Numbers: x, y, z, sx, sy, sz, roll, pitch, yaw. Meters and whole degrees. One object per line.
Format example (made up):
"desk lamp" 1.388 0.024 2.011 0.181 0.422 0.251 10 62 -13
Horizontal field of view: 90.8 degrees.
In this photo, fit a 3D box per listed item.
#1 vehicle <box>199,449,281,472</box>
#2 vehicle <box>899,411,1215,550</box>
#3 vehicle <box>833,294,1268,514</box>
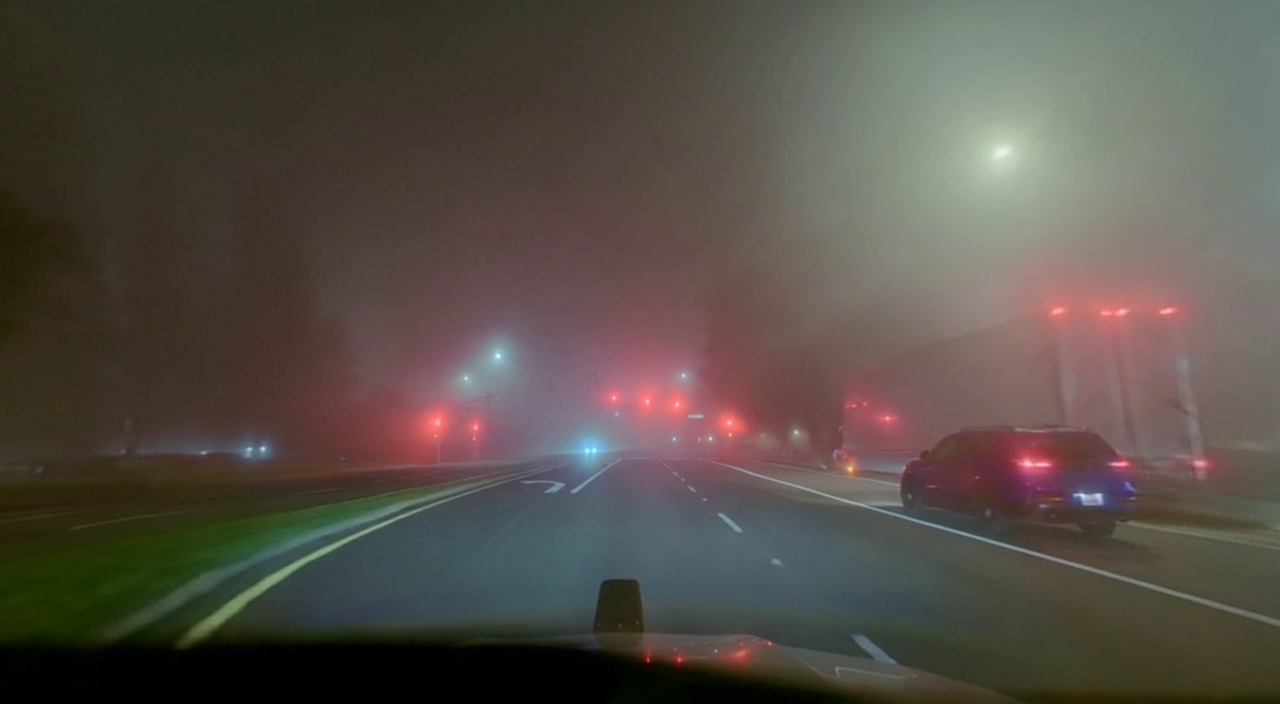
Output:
"vehicle" -27.671 7.522 43.932 4.505 1.457 2.003 4 -9 -24
"vehicle" 6.328 1.990 10.493 2.012 1.754 4.635 0 -8 -1
"vehicle" 10.360 2.177 20.583 2.975 4.201 17.050 0 -8 0
